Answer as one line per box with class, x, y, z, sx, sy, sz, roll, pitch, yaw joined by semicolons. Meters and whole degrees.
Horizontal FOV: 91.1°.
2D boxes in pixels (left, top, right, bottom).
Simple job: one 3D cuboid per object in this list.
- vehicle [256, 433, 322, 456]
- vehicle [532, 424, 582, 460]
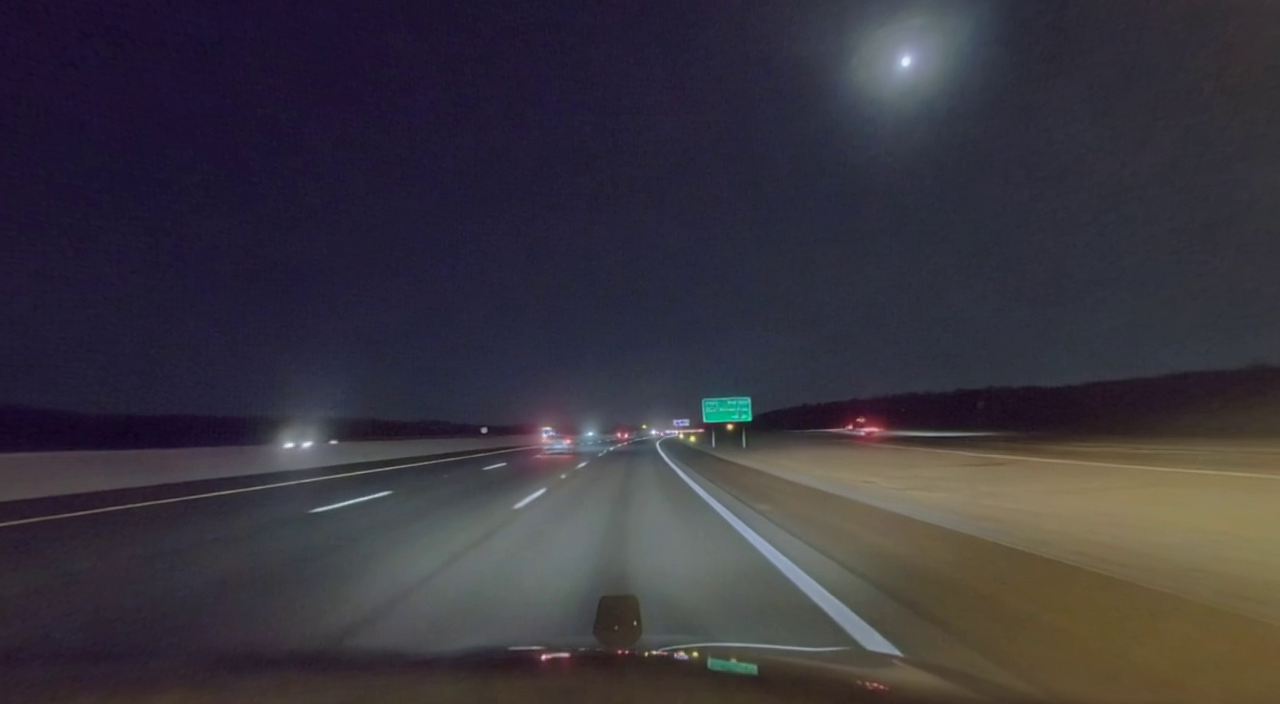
vehicle;-23.670;6.256;42.568;1.850;1.483;4.369;0;-8;1
vehicle;-4.246;4.686;32.827;1.980;1.721;4.419;0;-8;1
